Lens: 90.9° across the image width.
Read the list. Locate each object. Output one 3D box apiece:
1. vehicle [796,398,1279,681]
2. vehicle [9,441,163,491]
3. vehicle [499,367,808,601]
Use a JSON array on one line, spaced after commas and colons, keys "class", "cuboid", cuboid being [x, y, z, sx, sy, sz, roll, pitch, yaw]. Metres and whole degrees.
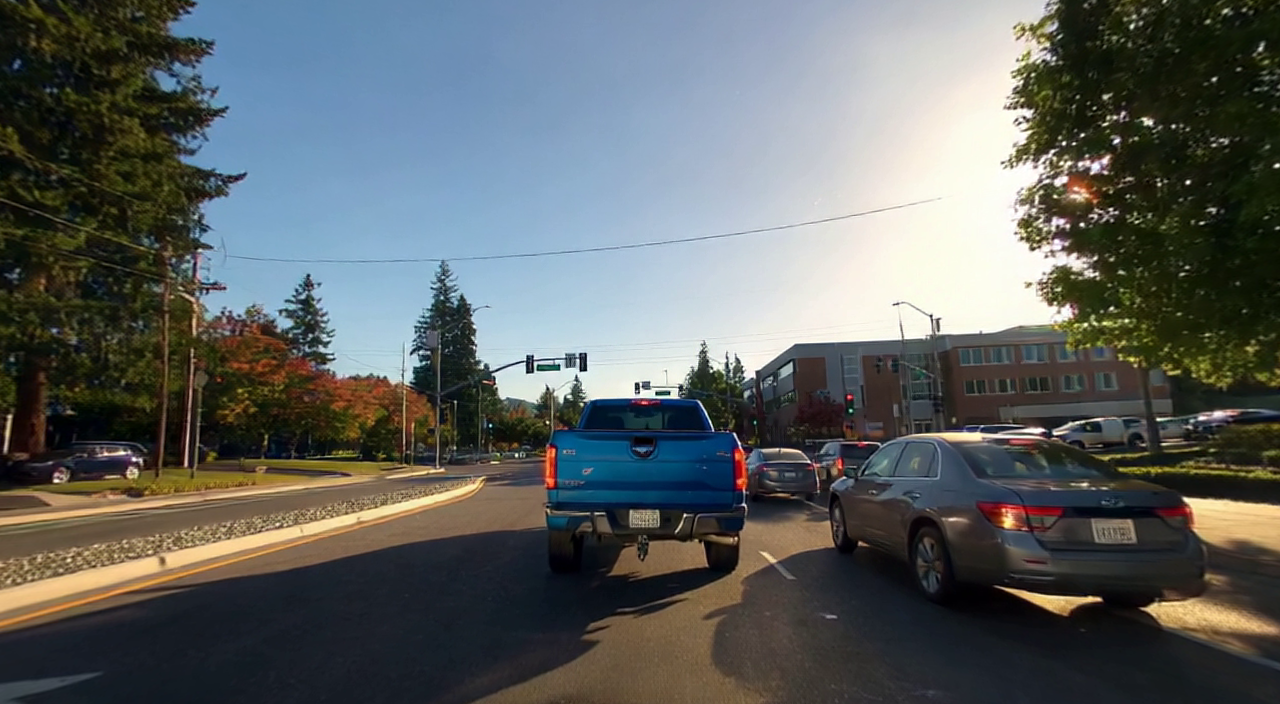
[{"class": "vehicle", "cuboid": [3.326, 1.492, 6.387, 2.155, 1.667, 5.162, 0, -8, 0]}, {"class": "vehicle", "cuboid": [-21.758, 4.463, 25.066, 2.062, 1.764, 4.508, 0, -8, -2]}, {"class": "vehicle", "cuboid": [0.127, 1.529, 8.206, 2.636, 2.011, 5.425, 0, -8, 0]}]
